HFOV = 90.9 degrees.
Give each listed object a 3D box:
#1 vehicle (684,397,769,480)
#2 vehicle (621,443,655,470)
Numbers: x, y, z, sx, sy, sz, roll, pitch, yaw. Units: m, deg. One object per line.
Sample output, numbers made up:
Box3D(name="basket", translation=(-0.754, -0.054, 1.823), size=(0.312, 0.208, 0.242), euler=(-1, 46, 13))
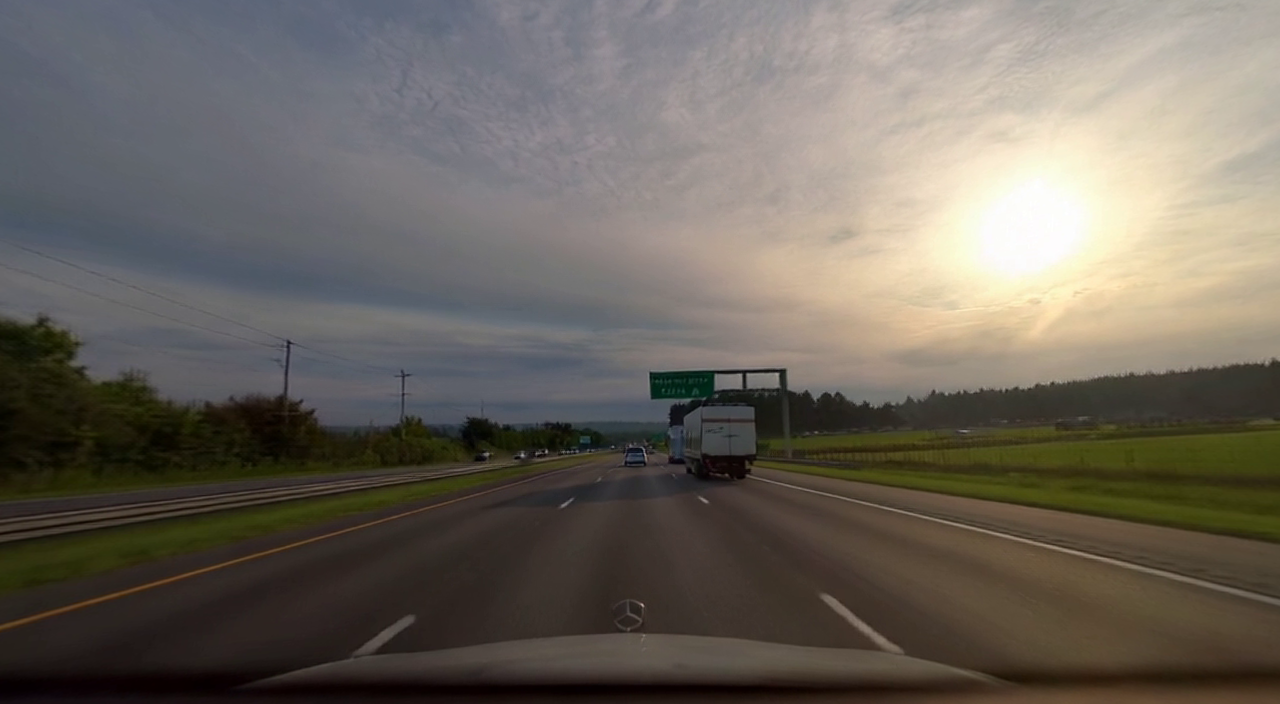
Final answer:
Box3D(name="vehicle", translation=(4.040, 4.391, 31.598), size=(2.931, 3.530, 8.760), euler=(0, -9, 0))
Box3D(name="vehicle", translation=(-0.120, 6.962, 41.972), size=(2.151, 1.678, 3.923), euler=(0, -9, 0))
